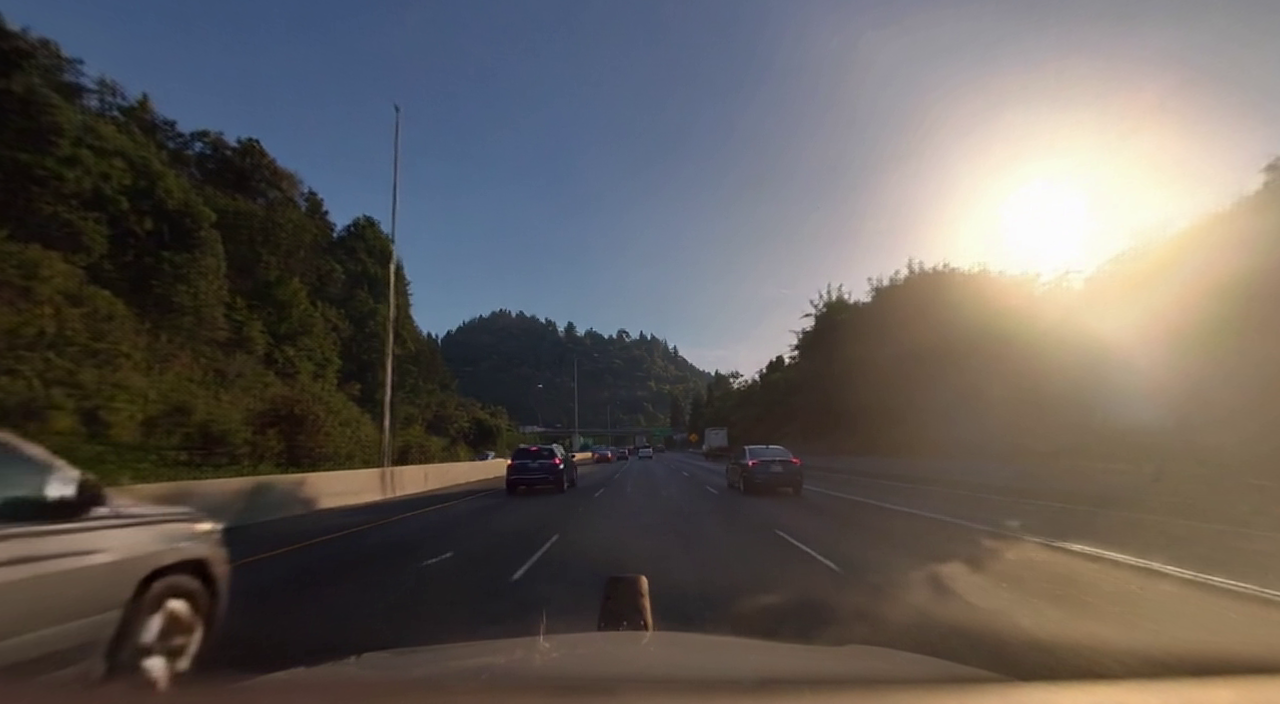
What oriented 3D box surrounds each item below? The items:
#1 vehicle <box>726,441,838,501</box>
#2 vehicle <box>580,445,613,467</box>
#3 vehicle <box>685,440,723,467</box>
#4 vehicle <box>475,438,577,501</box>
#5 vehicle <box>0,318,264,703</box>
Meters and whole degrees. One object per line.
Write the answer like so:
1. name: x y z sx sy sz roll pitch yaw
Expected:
1. vehicle: 3.823 3.287 17.971 2.040 1.461 4.822 0 -8 0
2. vehicle: -3.208 7.714 46.950 2.099 1.494 4.504 0 -8 1
3. vehicle: 4.441 7.164 44.637 2.144 1.752 4.765 0 -8 0
4. vehicle: -3.195 3.404 18.792 1.974 1.589 5.047 -1 -8 1
5. vehicle: -3.437 0.650 1.490 2.139 1.764 4.707 0 -8 1
